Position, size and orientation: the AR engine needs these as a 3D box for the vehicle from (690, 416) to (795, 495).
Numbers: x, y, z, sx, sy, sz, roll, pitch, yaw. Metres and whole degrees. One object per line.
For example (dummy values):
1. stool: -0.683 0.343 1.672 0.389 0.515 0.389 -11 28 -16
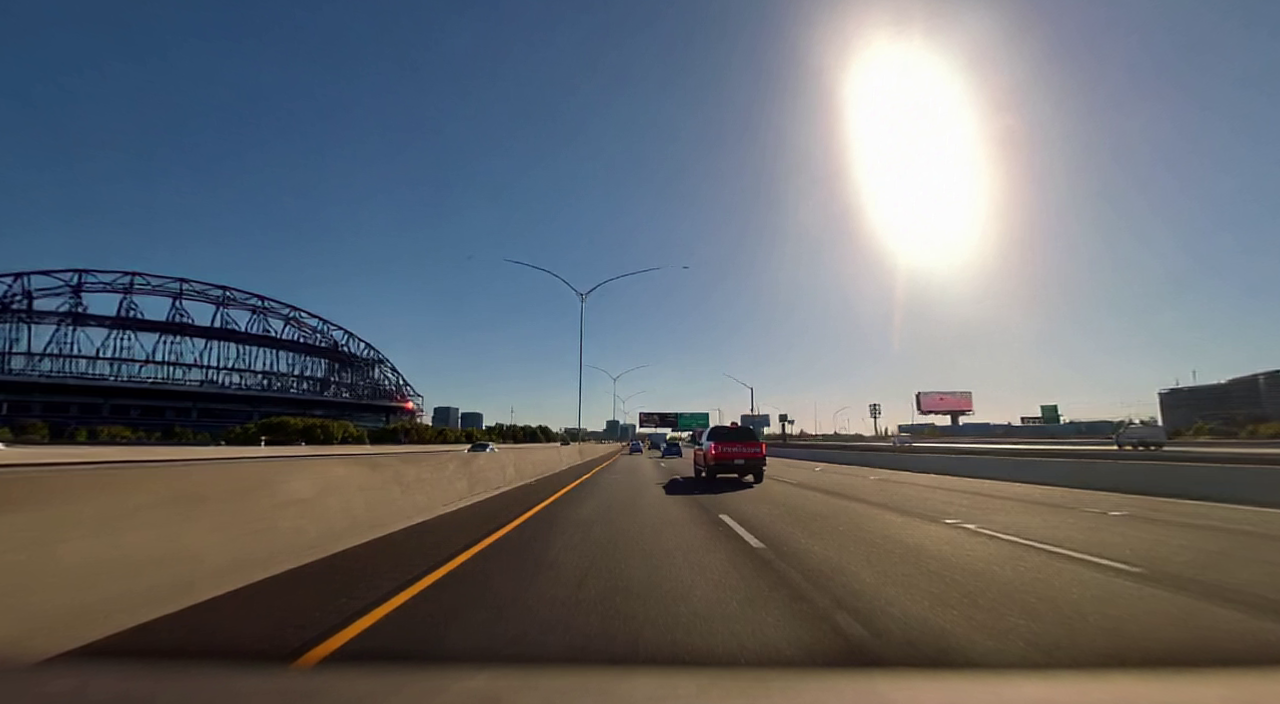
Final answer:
1. vehicle: 2.832 3.036 18.776 2.199 2.002 4.970 0 -8 -1
